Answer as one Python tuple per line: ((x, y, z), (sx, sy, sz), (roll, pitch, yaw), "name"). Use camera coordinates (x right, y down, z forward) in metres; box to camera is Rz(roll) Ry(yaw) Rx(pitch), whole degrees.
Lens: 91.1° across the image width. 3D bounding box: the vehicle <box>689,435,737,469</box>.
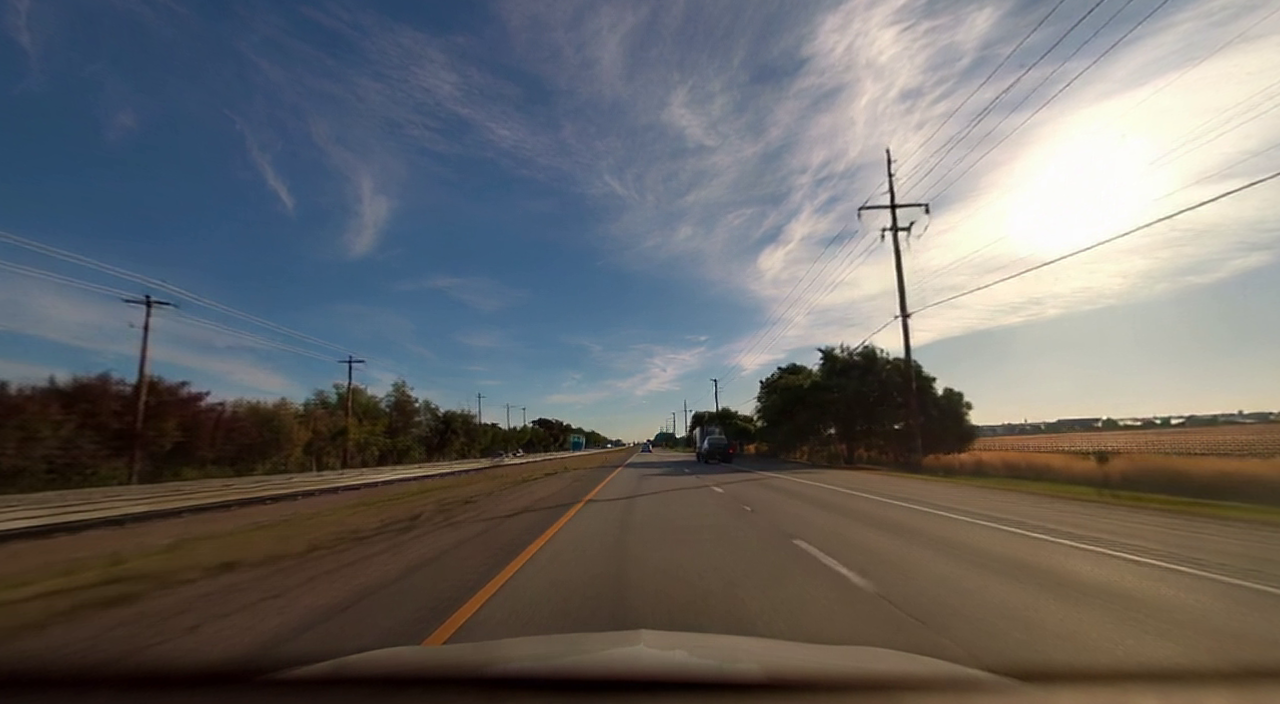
((4.323, 6.029, 38.037), (2.228, 1.852, 5.449), (0, -8, 0), "vehicle")
